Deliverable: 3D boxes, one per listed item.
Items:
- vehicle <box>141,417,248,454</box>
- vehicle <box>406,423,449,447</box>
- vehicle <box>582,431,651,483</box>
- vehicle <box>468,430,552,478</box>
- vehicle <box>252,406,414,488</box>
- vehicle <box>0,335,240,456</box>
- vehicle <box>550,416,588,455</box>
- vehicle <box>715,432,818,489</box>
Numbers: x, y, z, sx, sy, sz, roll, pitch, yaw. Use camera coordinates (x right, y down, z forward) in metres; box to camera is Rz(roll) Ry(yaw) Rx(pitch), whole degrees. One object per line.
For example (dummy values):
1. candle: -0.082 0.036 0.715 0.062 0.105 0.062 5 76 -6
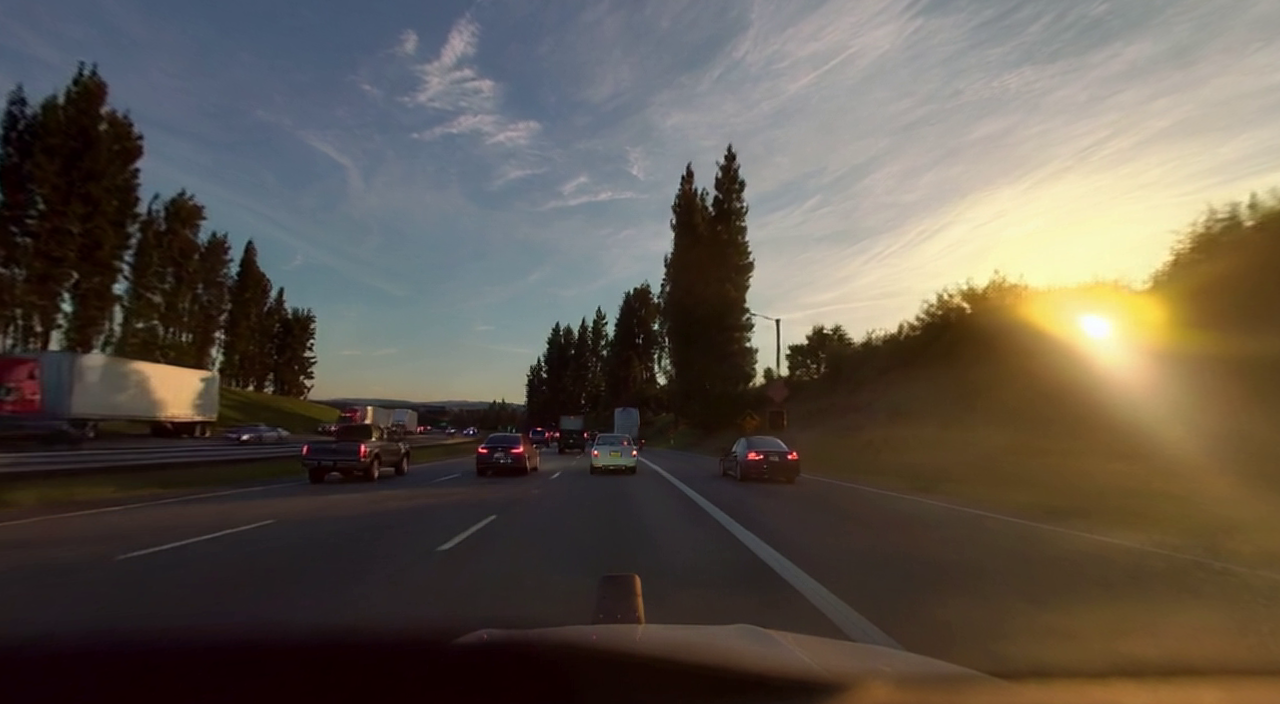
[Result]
1. vehicle: -19.418 3.664 27.641 1.873 1.475 4.034 0 -8 -2
2. vehicle: -16.337 6.378 48.484 1.919 1.761 4.413 0 -8 -2
3. vehicle: -0.702 3.254 19.885 1.980 1.478 3.758 0 -8 -1
4. vehicle: -4.444 3.548 22.245 2.046 1.493 4.384 0 -8 0
5. vehicle: -8.192 2.579 17.394 2.158 1.943 4.662 0 -8 -1
6. vehicle: -23.123 2.303 27.246 2.881 3.978 14.159 0 -8 -3
7. vehicle: -5.101 6.084 45.927 2.303 2.610 6.579 0 -8 -2
8. vehicle: 3.592 3.157 18.753 1.981 1.474 4.396 0 -8 -3
